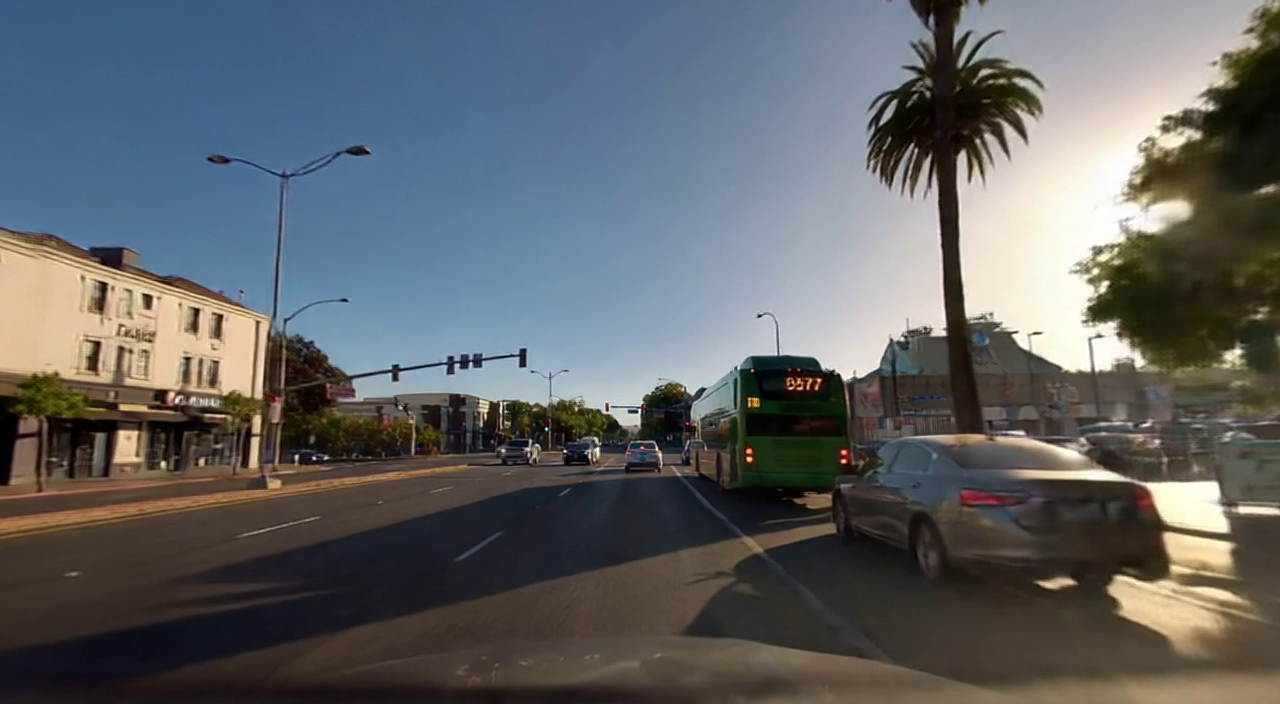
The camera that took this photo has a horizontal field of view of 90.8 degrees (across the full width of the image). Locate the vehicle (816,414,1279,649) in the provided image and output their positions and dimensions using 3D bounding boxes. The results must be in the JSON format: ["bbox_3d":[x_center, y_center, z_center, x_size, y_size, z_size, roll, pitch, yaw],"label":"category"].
[{"bbox_3d":[3.610,1.561,6.743,1.965,1.519,5.078,0,-9,-1],"label":"vehicle"}]

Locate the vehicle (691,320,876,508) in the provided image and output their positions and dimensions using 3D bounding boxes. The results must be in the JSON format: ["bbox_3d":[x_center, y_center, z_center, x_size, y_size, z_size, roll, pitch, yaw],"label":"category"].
[{"bbox_3d":[3.581,2.312,20.320,2.970,4.015,13.606,0,-9,1],"label":"vehicle"}]

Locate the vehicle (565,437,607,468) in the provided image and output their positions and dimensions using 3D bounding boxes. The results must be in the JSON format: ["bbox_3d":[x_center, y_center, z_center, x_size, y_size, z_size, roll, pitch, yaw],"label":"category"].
[{"bbox_3d":[-3.141,5.976,37.671,2.020,1.721,4.366,0,-9,2],"label":"vehicle"}]

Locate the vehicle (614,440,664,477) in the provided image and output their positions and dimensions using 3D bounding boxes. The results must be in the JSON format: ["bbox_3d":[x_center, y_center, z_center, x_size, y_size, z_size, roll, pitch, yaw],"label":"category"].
[{"bbox_3d":[-0.002,4.635,27.750,2.060,1.499,3.831,0,-9,1],"label":"vehicle"}]

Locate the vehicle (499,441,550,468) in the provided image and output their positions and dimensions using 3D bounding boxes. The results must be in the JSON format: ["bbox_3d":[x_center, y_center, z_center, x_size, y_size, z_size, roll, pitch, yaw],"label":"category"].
[{"bbox_3d":[-6.754,6.062,37.525,1.927,1.480,4.832,0,-9,2],"label":"vehicle"}]
